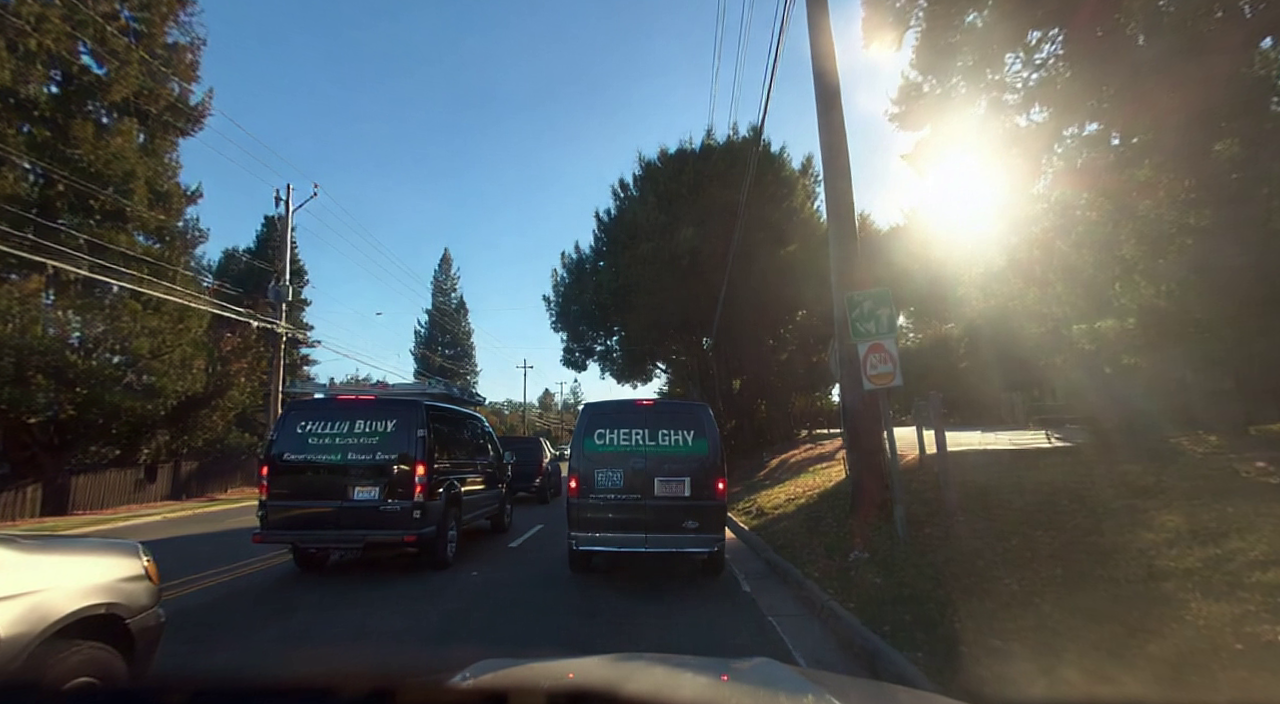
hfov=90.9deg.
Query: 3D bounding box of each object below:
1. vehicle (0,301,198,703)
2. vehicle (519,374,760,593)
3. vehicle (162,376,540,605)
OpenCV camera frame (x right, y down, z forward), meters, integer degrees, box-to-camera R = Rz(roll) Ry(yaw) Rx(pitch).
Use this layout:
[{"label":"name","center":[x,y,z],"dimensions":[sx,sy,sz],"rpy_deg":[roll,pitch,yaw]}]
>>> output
[{"label":"vehicle","center":[-3.113,0.500,0.244],"dimensions":[2.160,1.796,4.997],"rpy_deg":[0,-8,1]},{"label":"vehicle","center":[0.103,1.461,7.690],"dimensions":[2.117,1.911,4.095],"rpy_deg":[-1,-8,3]},{"label":"vehicle","center":[-2.761,1.481,7.609],"dimensions":[2.109,1.851,4.749],"rpy_deg":[-1,-8,3]}]
